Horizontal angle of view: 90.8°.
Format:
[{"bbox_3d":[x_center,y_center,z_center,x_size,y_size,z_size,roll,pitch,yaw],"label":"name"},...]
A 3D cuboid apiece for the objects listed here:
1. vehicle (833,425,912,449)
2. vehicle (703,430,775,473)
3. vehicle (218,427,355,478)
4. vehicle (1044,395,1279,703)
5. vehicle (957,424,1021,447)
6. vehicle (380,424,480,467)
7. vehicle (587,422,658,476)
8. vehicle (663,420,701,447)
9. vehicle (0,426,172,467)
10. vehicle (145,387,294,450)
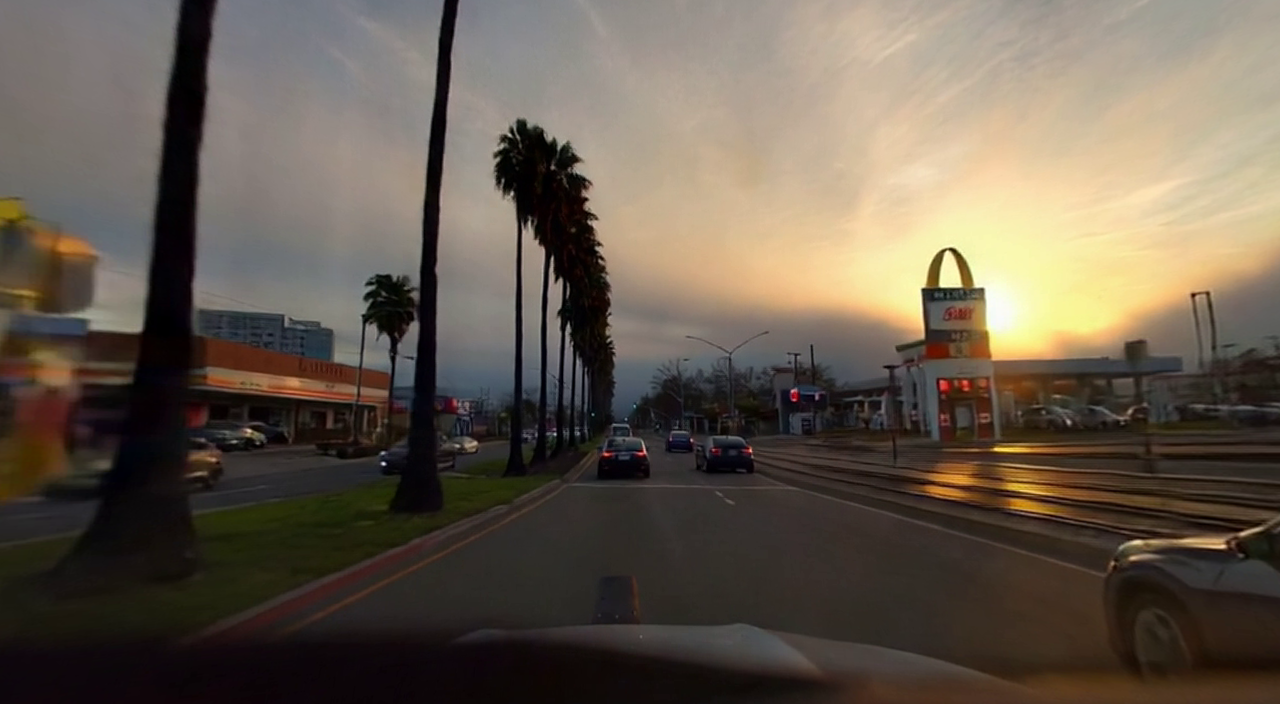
[{"bbox_3d":[14.634,5.399,39.931,4.293,1.438,1.773,0,-8,0],"label":"vehicle"},{"bbox_3d":[3.604,3.703,23.756,1.889,1.448,4.262,0,-8,-1],"label":"vehicle"},{"bbox_3d":[-11.463,3.299,20.938,1.865,1.472,4.532,0,-8,1],"label":"vehicle"},{"bbox_3d":[3.519,0.802,1.746,1.987,1.474,4.198,0,-8,0],"label":"vehicle"},{"bbox_3d":[27.093,6.500,49.162,3.856,1.515,1.691,-3,-8,3],"label":"vehicle"},{"bbox_3d":[-7.935,3.618,24.450,2.052,1.483,4.751,-1,-8,3],"label":"vehicle"},{"bbox_3d":[-0.674,3.133,20.523,2.021,1.550,4.090,1,-8,-5],"label":"vehicle"},{"bbox_3d":[2.962,5.950,45.922,2.299,1.803,5.434,0,-8,-1],"label":"vehicle"},{"bbox_3d":[-20.981,3.585,23.952,4.858,1.489,2.147,-1,-8,5],"label":"vehicle"},{"bbox_3d":[-23.932,4.013,36.657,2.791,3.271,7.924,-1,-8,3],"label":"vehicle"}]
